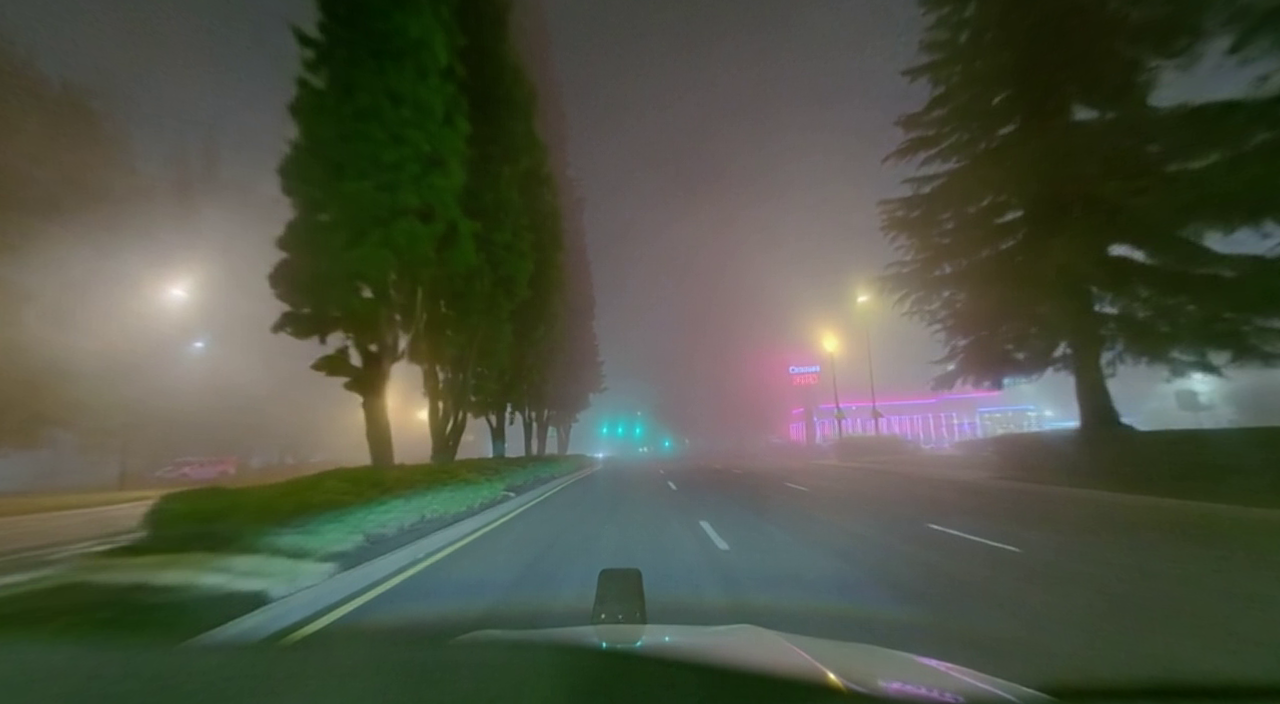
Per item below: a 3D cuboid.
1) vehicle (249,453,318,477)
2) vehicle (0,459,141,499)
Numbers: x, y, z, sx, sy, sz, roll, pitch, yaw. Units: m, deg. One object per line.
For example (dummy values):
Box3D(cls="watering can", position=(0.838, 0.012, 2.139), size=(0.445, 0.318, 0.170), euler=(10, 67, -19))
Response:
Box3D(cls="vehicle", position=(-27.648, 8.731, 49.127), size=(4.529, 1.711, 1.972), euler=(4, -10, -28))
Box3D(cls="vehicle", position=(-28.261, 6.259, 31.500), size=(4.922, 1.511, 1.959), euler=(1, -8, -28))
